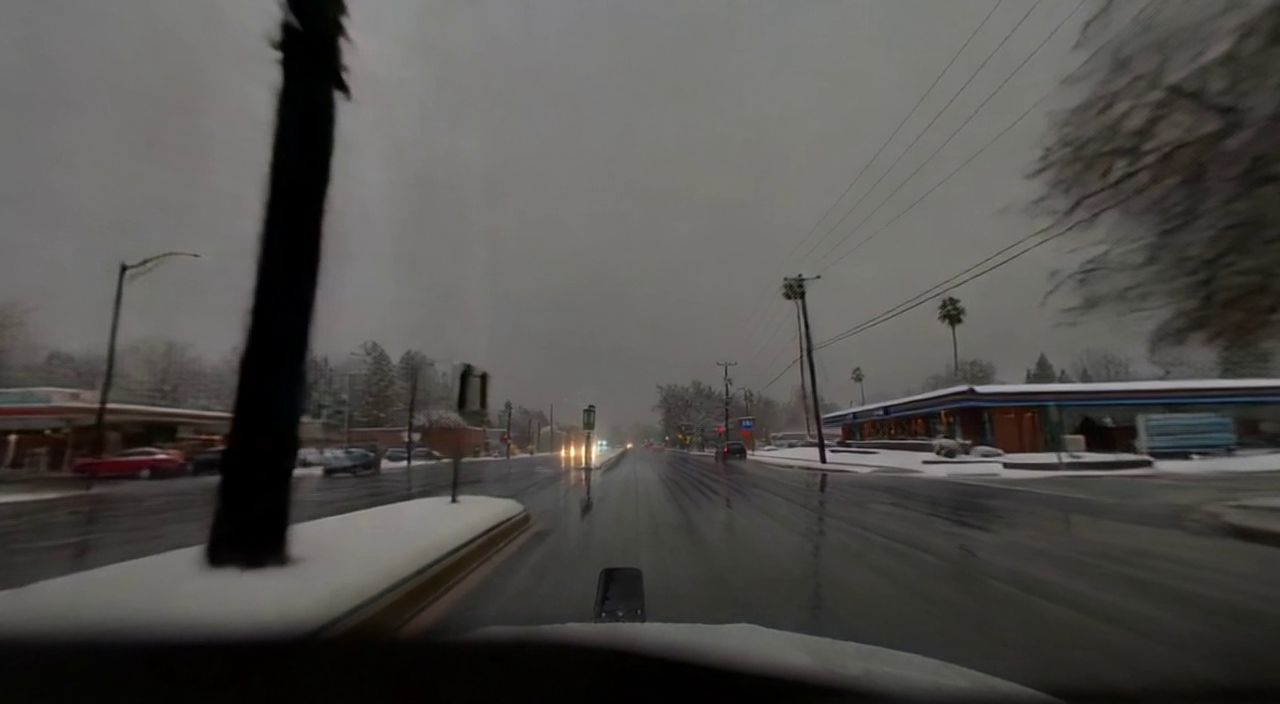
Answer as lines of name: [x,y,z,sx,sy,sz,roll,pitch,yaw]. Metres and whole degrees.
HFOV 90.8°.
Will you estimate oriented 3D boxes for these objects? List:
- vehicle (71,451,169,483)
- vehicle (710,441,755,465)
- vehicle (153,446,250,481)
vehicle: [-30.966,6.810,37.806,1.993,1.737,4.539,0,-8,-1]
vehicle: [6.066,6.706,41.971,2.261,1.479,4.403,0,-8,-2]
vehicle: [-25.936,6.580,37.623,2.056,1.890,5.063,0,-8,1]
